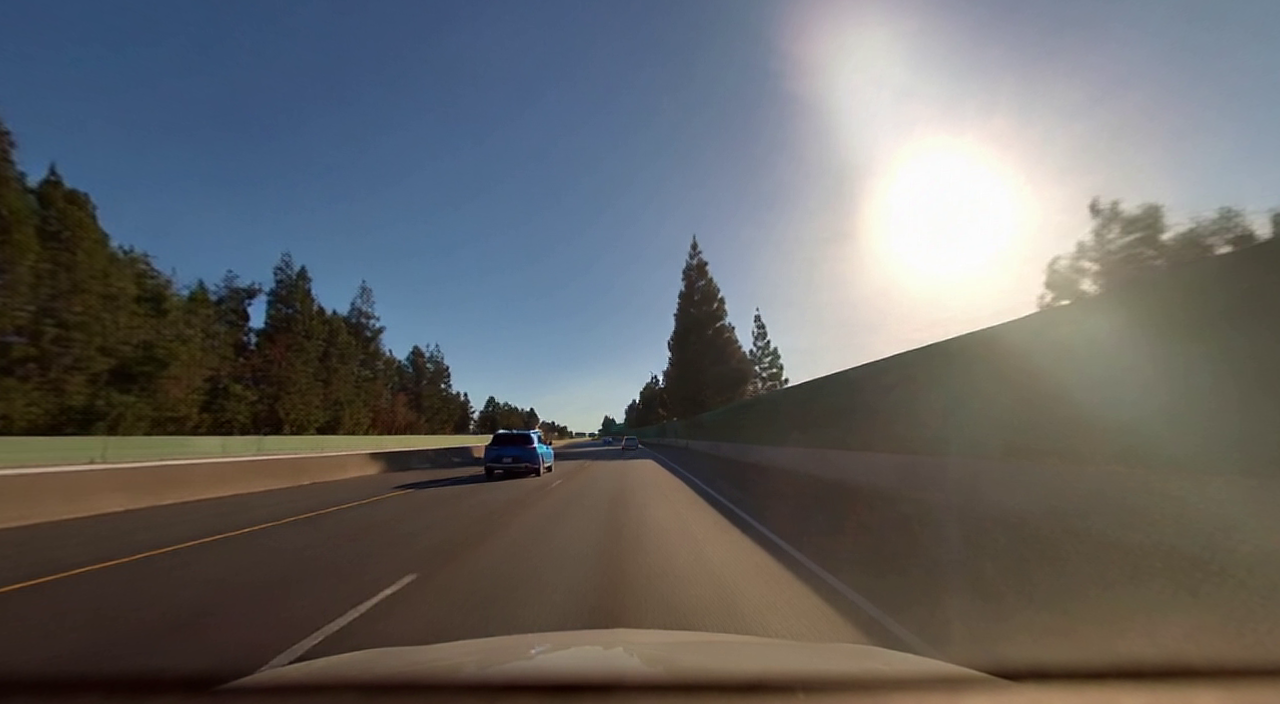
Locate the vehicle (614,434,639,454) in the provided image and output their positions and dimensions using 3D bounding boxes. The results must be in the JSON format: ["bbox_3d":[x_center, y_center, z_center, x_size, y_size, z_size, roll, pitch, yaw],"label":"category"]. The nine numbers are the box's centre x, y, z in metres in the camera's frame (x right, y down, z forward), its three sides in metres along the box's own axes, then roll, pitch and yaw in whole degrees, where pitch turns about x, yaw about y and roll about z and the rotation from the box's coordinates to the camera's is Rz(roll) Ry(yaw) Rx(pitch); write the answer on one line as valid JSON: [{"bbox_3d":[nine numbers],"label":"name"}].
[{"bbox_3d":[-1.008,6.911,47.426,1.836,1.450,3.519,0,-8,-1],"label":"vehicle"}]

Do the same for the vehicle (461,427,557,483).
[{"bbox_3d":[-3.947,3.179,19.903,2.072,1.545,4.767,0,-8,0],"label":"vehicle"}]
